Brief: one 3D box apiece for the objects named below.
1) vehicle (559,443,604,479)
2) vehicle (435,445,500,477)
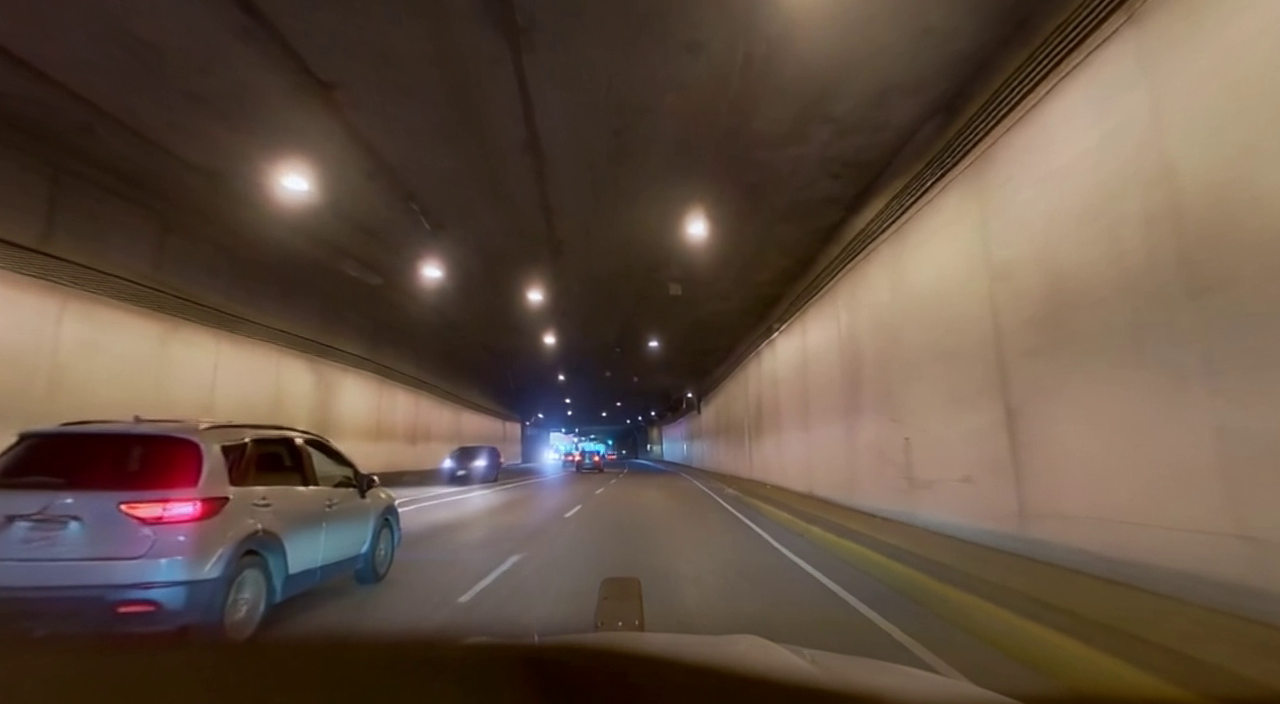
[{"bbox_3d":[-3.015,5.760,33.542,1.961,1.725,4.315,0,-9,0],"label":"vehicle"},{"bbox_3d":[-8.323,5.328,30.962,1.963,1.414,4.567,0,-9,-1],"label":"vehicle"}]
